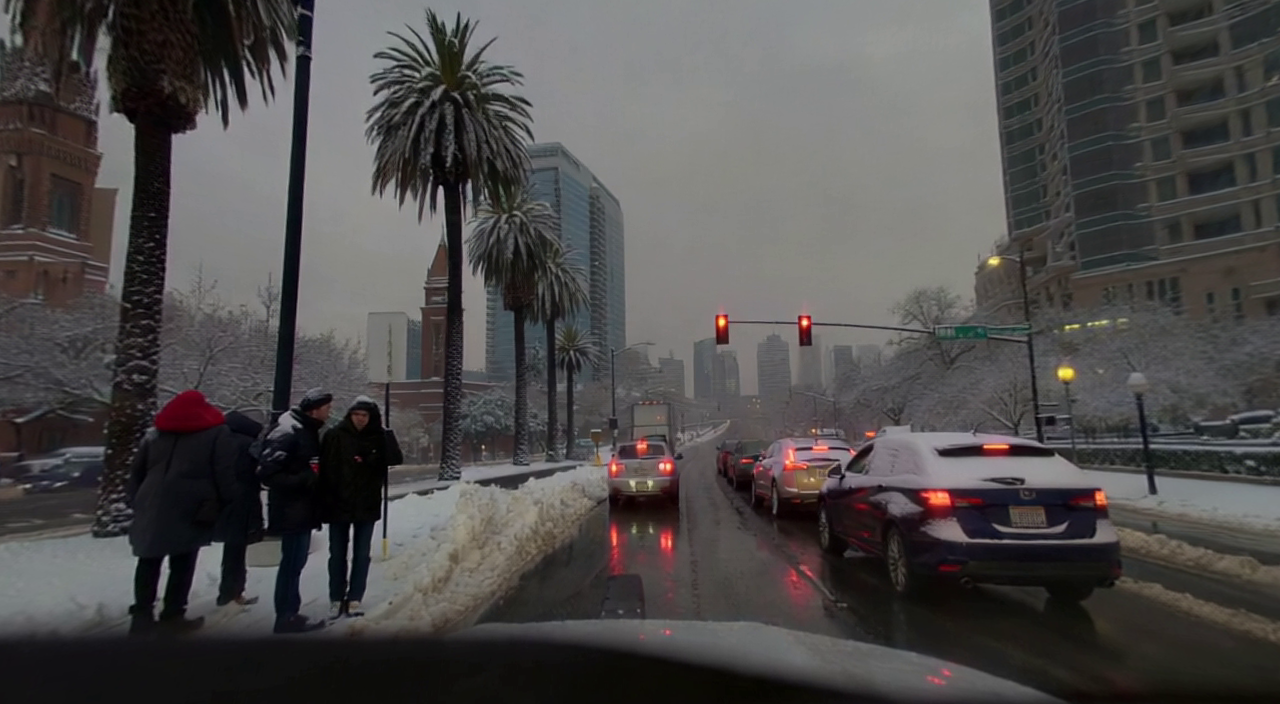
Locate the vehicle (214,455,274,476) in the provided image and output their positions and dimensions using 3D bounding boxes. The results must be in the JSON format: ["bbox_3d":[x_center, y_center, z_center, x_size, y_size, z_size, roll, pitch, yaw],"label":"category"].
[{"bbox_3d":[-30.862,8.809,49.173,1.829,1.483,4.745,0,-9,-3],"label":"vehicle"}]

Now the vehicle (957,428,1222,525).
[{"bbox_3d":[8.175,2.280,12.080,1.859,1.508,4.259,0,-9,-1],"label":"vehicle"}]

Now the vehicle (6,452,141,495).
[{"bbox_3d":[-26.701,5.712,29.951,2.105,1.793,4.812,0,-9,-4],"label":"vehicle"}]

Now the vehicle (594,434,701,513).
[{"bbox_3d":[0.178,2.612,13.986,2.048,1.503,3.681,0,-9,1],"label":"vehicle"}]

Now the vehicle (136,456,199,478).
[{"bbox_3d":[-36.856,8.972,49.194,1.700,1.527,4.445,1,-9,-4],"label":"vehicle"}]

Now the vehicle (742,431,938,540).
[{"bbox_3d":[3.100,2.168,10.879,1.913,1.469,4.425,0,-9,0],"label":"vehicle"}]
